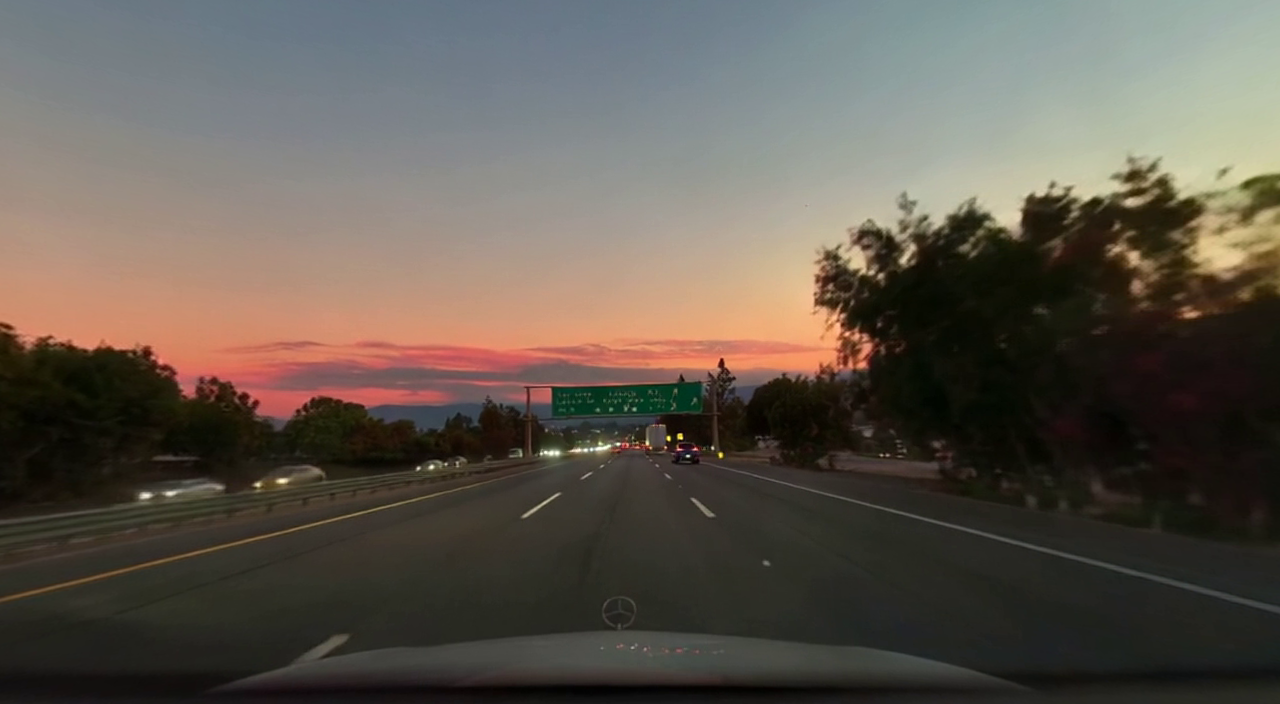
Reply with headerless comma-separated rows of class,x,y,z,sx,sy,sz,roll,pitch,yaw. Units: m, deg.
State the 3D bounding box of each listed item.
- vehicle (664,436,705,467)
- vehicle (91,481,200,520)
vehicle,2.635,6.103,38.854,2.065,1.760,4.488,0,-8,-2
vehicle,-29.946,8.993,38.527,2.269,1.779,5.254,1,-8,1
